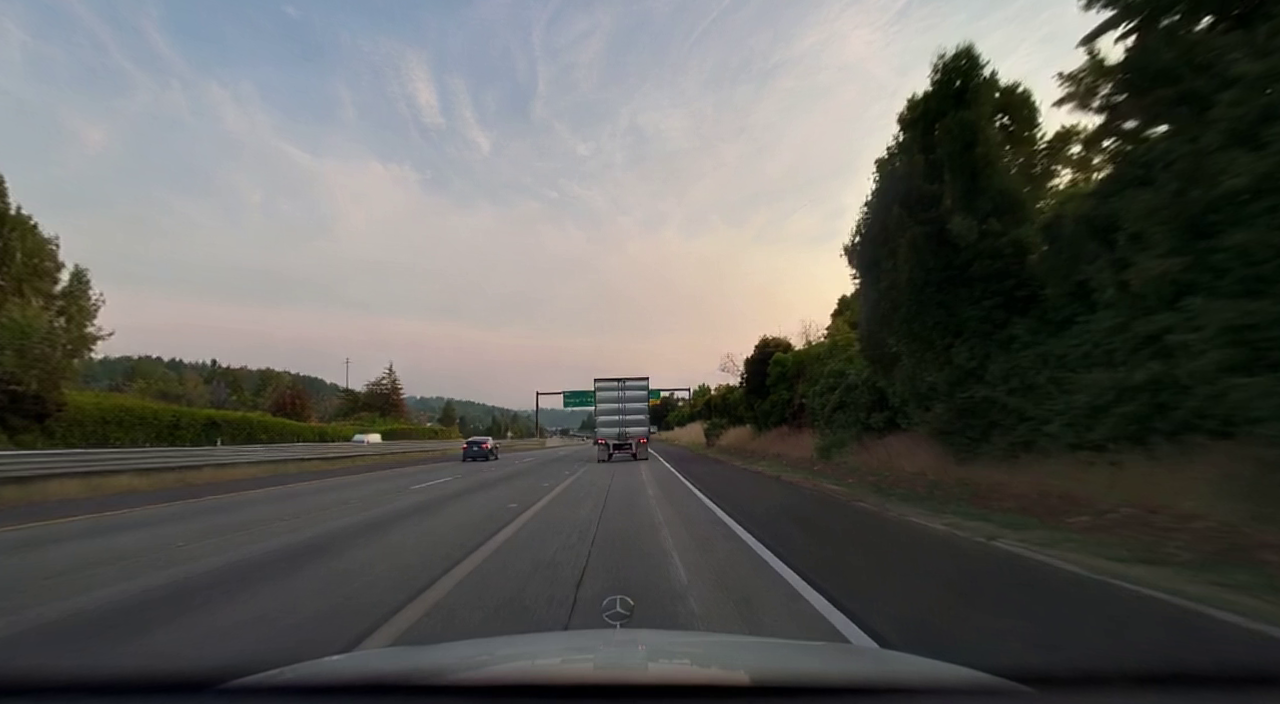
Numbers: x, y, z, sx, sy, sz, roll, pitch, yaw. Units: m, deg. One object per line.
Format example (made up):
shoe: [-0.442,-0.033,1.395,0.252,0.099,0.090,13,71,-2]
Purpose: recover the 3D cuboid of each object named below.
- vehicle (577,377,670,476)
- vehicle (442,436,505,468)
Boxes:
vehicle: [-0.736,3.450,28.089,3.033,3.223,14.836,0,-8,-2]
vehicle: [-8.038,4.815,30.705,1.949,1.437,4.296,0,-8,-1]
